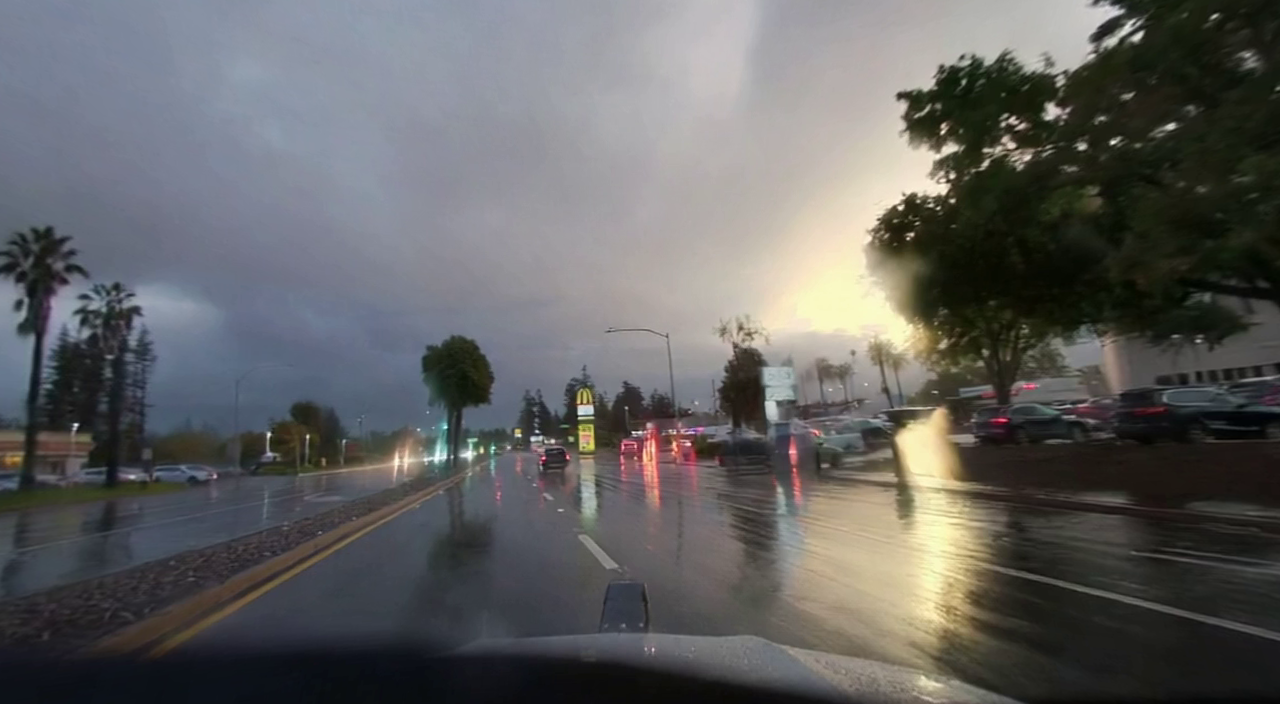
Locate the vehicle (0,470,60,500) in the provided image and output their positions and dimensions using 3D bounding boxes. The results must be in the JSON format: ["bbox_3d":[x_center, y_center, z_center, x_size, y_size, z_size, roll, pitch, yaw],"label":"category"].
[{"bbox_3d":[-37.894,8.019,38.213,2.067,1.563,4.043,1,-9,-11],"label":"vehicle"}]

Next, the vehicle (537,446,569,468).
[{"bbox_3d":[-6.640,7.876,47.526,2.079,1.496,4.538,2,-9,-11],"label":"vehicle"}]

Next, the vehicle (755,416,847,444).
[{"bbox_3d":[10.210,4.984,40.176,5.123,1.730,2.183,1,-8,-11],"label":"vehicle"}]

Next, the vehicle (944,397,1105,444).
[{"bbox_3d":[13.575,2.464,22.349,4.711,1.546,1.891,1,-8,-11],"label":"vehicle"}]

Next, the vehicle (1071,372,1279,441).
[{"bbox_3d":[14.938,1.525,17.249,4.907,1.585,2.018,0,-12,-8],"label":"vehicle"}]

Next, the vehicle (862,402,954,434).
[{"bbox_3d":[20.387,5.041,48.044,6.052,2.013,2.331,-2,-8,-14],"label":"vehicle"}]

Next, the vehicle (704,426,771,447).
[{"bbox_3d":[7.458,6.482,48.331,4.691,1.545,1.900,1,-8,-9],"label":"vehicle"}]
